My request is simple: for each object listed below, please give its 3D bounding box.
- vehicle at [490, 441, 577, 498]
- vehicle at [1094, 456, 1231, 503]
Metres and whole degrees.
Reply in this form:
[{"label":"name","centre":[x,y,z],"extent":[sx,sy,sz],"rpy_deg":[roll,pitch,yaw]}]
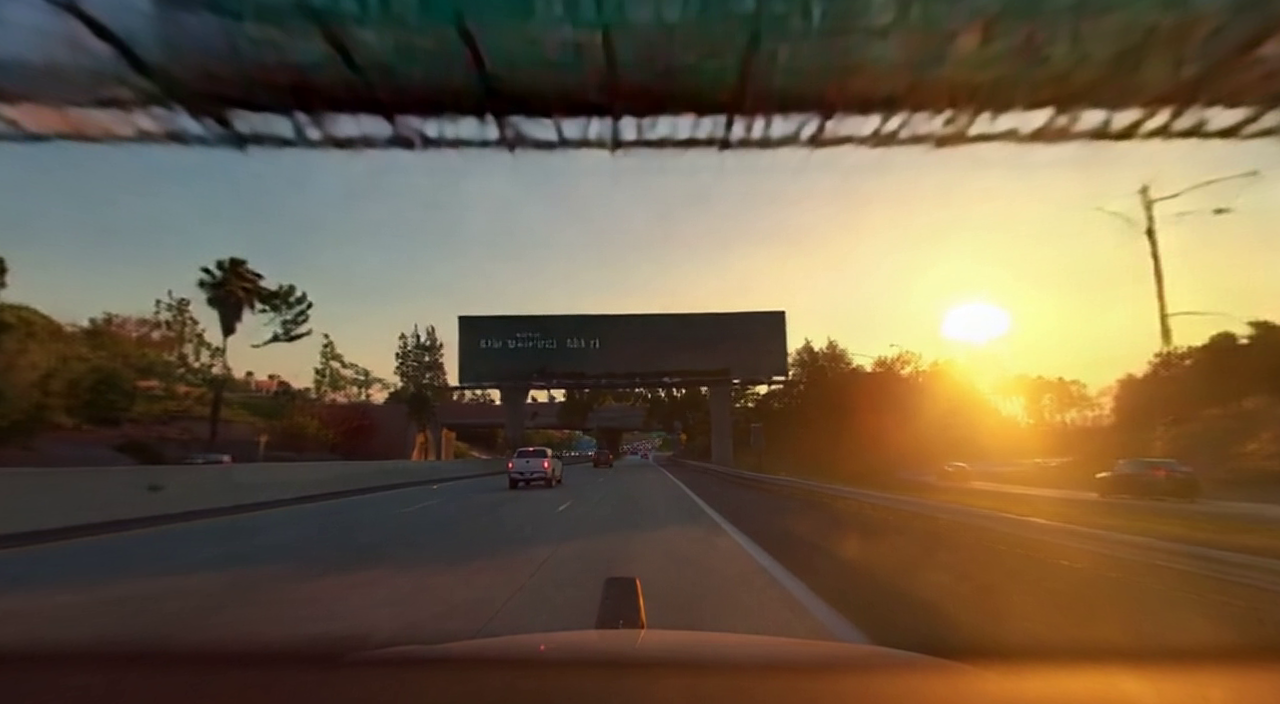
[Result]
[{"label":"vehicle","centre":[-3.606,4.089,22.320],"extent":[2.162,1.747,4.791],"rpy_deg":[0,-9,1]},{"label":"vehicle","centre":[22.758,5.518,27.780],"extent":[2.033,1.794,5.116],"rpy_deg":[-1,-9,6]}]
